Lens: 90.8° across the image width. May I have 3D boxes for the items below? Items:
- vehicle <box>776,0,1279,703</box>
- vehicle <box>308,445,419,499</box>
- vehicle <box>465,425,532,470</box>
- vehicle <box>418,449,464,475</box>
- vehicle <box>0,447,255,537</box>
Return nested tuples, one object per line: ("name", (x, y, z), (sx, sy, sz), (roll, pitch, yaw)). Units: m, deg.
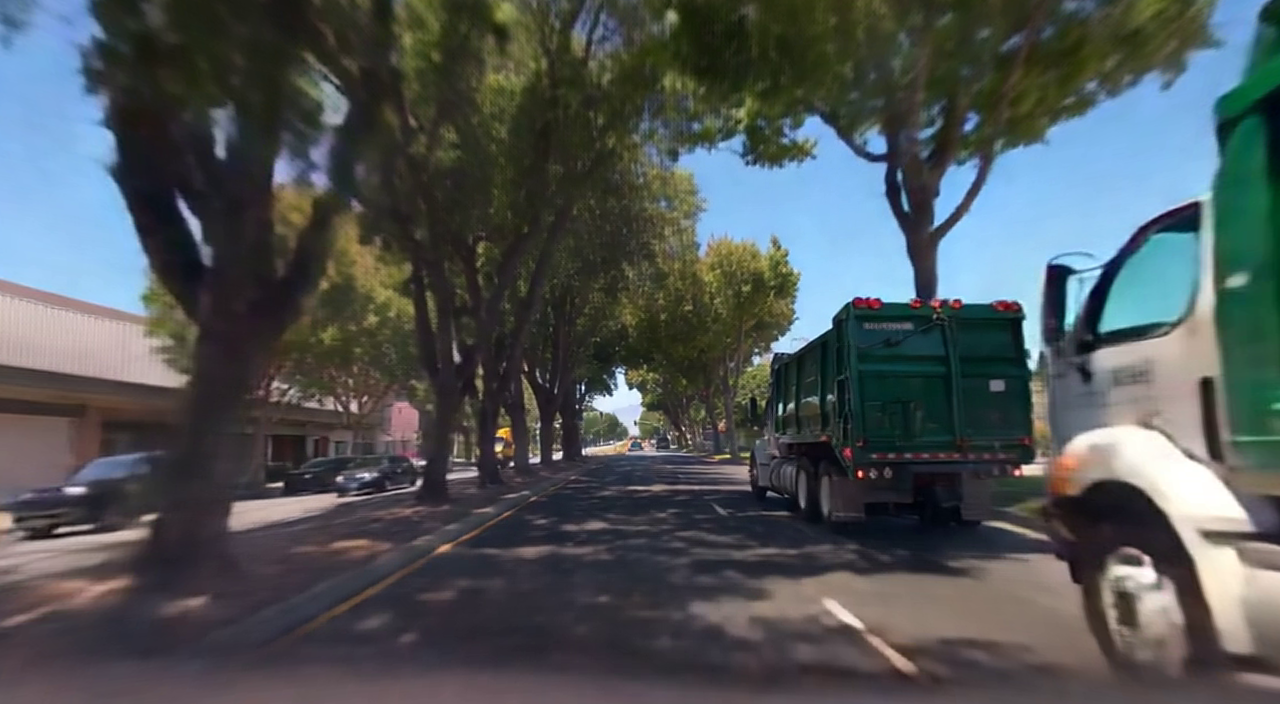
("vehicle", (3.823, 0.371, 5.655), (2.731, 3.407, 10.262), (0, -8, -1))
("vehicle", (-10.114, 4.379, 23.569), (2.089, 1.754, 4.573), (0, -8, -1))
("vehicle", (-10.516, 7.260, 48.044), (3.257, 3.085, 9.164), (0, -8, -2))
("vehicle", (-14.301, 7.871, 45.637), (1.901, 1.737, 4.557), (0, -8, -1))
("vehicle", (-13.710, 3.637, 17.458), (2.294, 1.960, 6.258), (0, -8, -1))
